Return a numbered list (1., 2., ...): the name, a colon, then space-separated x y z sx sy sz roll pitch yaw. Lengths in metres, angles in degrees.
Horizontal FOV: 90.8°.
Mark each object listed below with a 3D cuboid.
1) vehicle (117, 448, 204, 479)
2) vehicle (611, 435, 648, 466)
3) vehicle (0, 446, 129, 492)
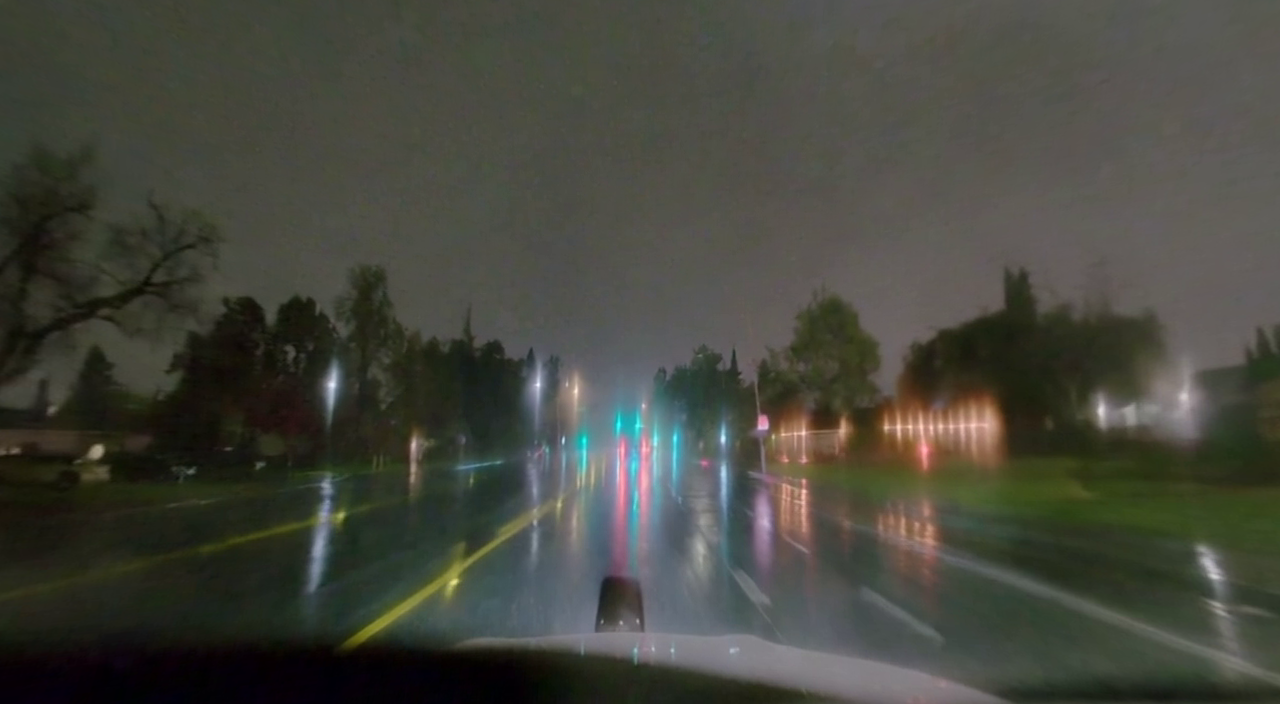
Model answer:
1. vehicle: -24.792 5.756 32.841 1.830 1.467 4.270 2 -8 -11
2. vehicle: -0.645 6.166 39.645 2.230 1.827 4.298 0 -8 0
3. vehicle: -22.090 4.328 23.619 4.241 1.601 1.970 0 -8 1
